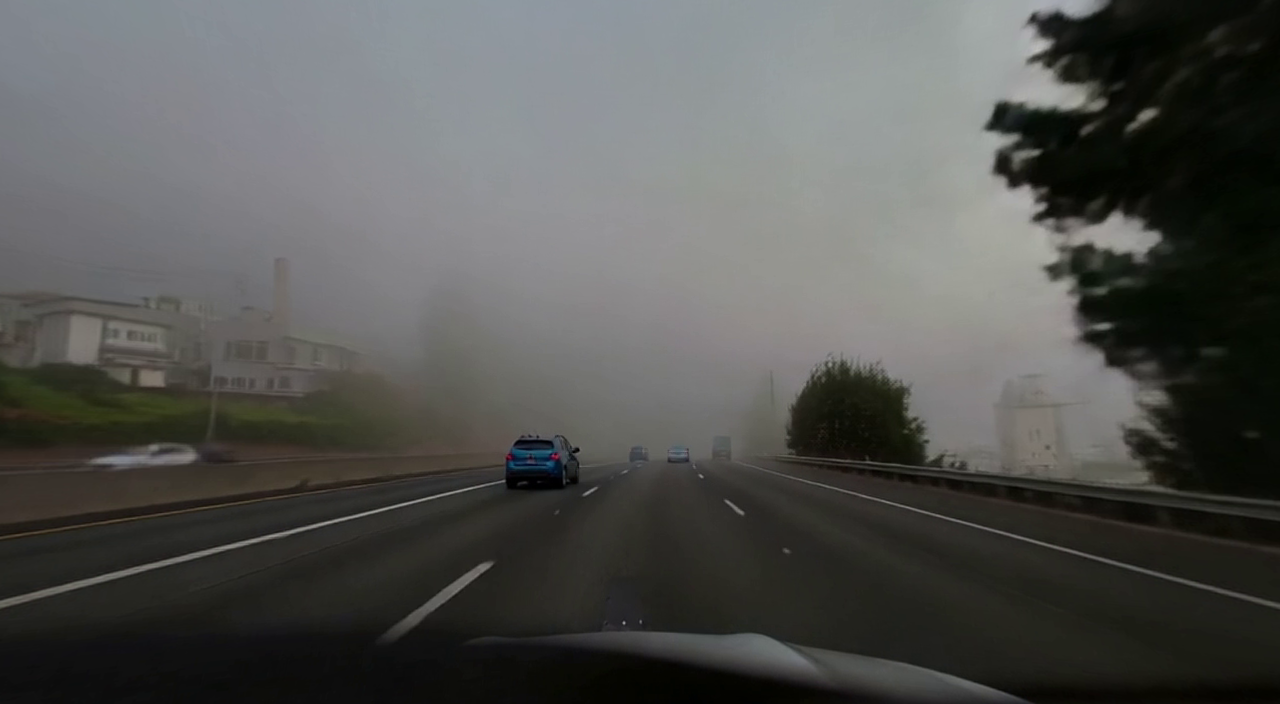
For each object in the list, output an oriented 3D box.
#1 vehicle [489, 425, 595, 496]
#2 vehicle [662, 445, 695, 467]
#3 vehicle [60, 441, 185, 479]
[{"bbox_3d":[-2.711,3.186,18.835,2.185,1.823,4.854,0,-9,3],"label":"vehicle"},{"bbox_3d":[2.695,7.151,43.581,2.158,1.458,3.656,-1,-9,5],"label":"vehicle"},{"bbox_3d":[-23.286,4.862,28.645,1.869,1.599,4.246,-1,-9,4],"label":"vehicle"}]
